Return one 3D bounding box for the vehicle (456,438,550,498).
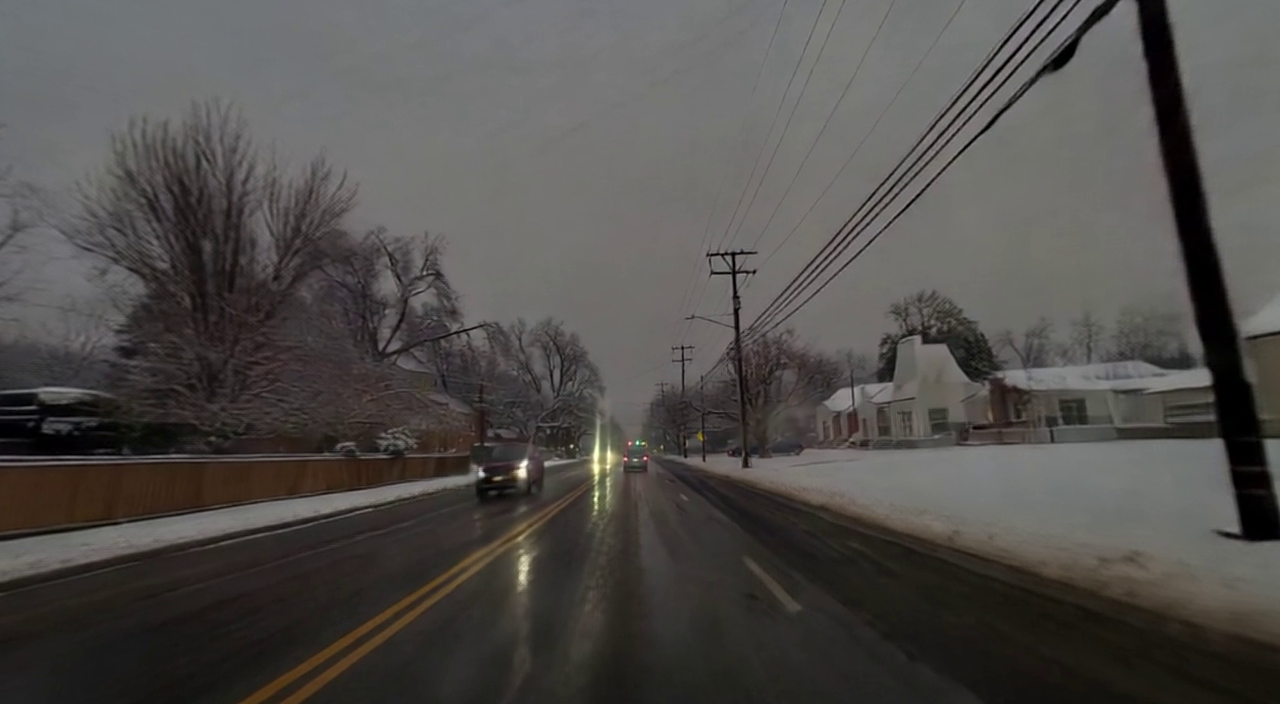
[{"bbox_3d":[-4.793,4.156,22.931,2.212,1.906,4.958,0,-9,1],"label":"vehicle"}]

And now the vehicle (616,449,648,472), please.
[{"bbox_3d":[-0.564,7.458,43.488,2.093,1.497,4.010,0,-9,-1],"label":"vehicle"}]
